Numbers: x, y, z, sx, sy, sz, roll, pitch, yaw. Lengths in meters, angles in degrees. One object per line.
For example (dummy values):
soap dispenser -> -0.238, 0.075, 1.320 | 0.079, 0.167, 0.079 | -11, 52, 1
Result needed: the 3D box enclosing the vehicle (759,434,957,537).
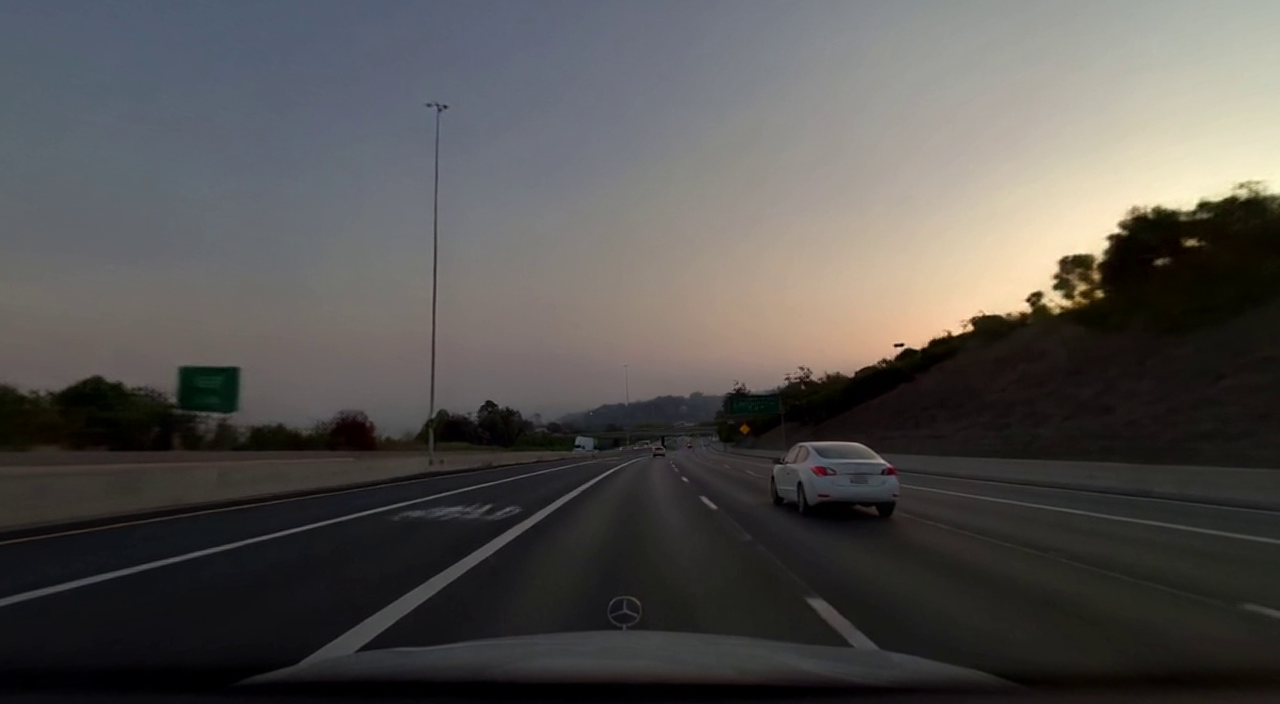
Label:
vehicle -> 3.670, 2.330, 11.716 | 1.999, 1.492, 4.673 | 0, -9, 0
